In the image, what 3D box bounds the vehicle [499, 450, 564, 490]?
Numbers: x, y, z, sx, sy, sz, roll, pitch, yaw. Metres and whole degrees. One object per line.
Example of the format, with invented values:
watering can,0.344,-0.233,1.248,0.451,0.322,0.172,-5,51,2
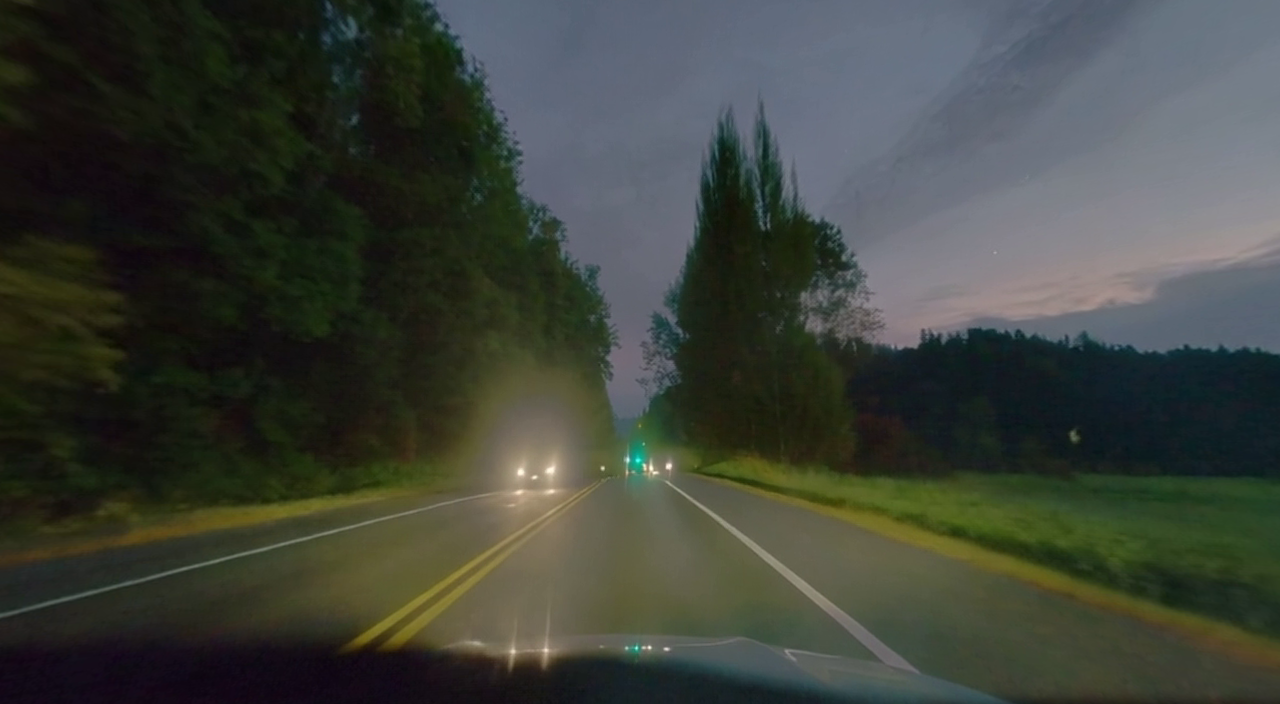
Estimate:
vehicle,-4.678,5.158,27.983,2.080,1.512,4.450,-1,-8,0
